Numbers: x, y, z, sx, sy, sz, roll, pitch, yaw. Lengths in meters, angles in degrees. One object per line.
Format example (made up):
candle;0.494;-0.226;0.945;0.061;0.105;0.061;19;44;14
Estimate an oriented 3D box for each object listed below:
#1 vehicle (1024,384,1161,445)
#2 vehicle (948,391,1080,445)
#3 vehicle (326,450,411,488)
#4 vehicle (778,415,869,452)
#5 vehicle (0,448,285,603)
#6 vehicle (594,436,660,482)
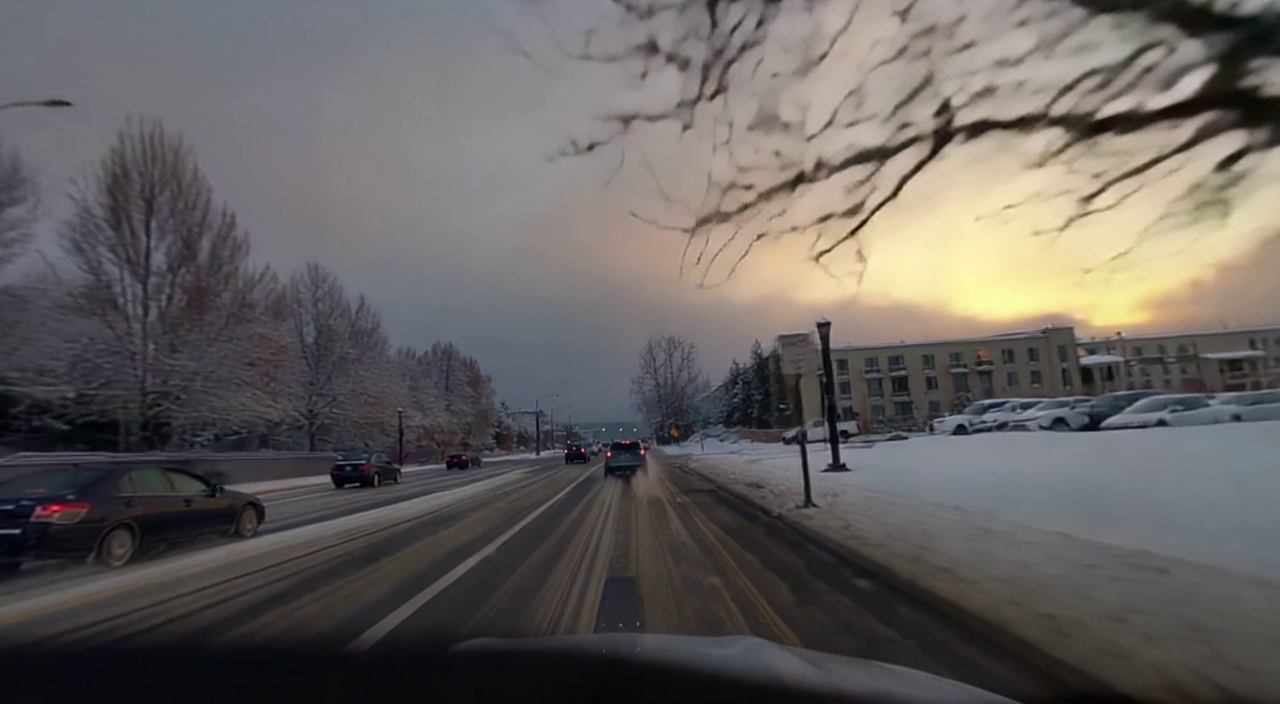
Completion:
vehicle;18.552;2.680;26.231;2.002;2.015;4.254;-8;-8;-6
vehicle;15.753;2.921;27.051;2.395;2.028;5.135;0;-9;-1
vehicle;-11.774;5.074;27.739;2.024;1.484;4.592;1;-8;-5
vehicle;12.635;5.618;43.827;5.253;2.014;2.666;-5;-6;-5
vehicle;-7.025;2.035;8.448;1.906;1.449;4.576;0;-8;0
vehicle;-0.459;3.760;22.477;2.099;1.469;4.389;0;-8;-1
